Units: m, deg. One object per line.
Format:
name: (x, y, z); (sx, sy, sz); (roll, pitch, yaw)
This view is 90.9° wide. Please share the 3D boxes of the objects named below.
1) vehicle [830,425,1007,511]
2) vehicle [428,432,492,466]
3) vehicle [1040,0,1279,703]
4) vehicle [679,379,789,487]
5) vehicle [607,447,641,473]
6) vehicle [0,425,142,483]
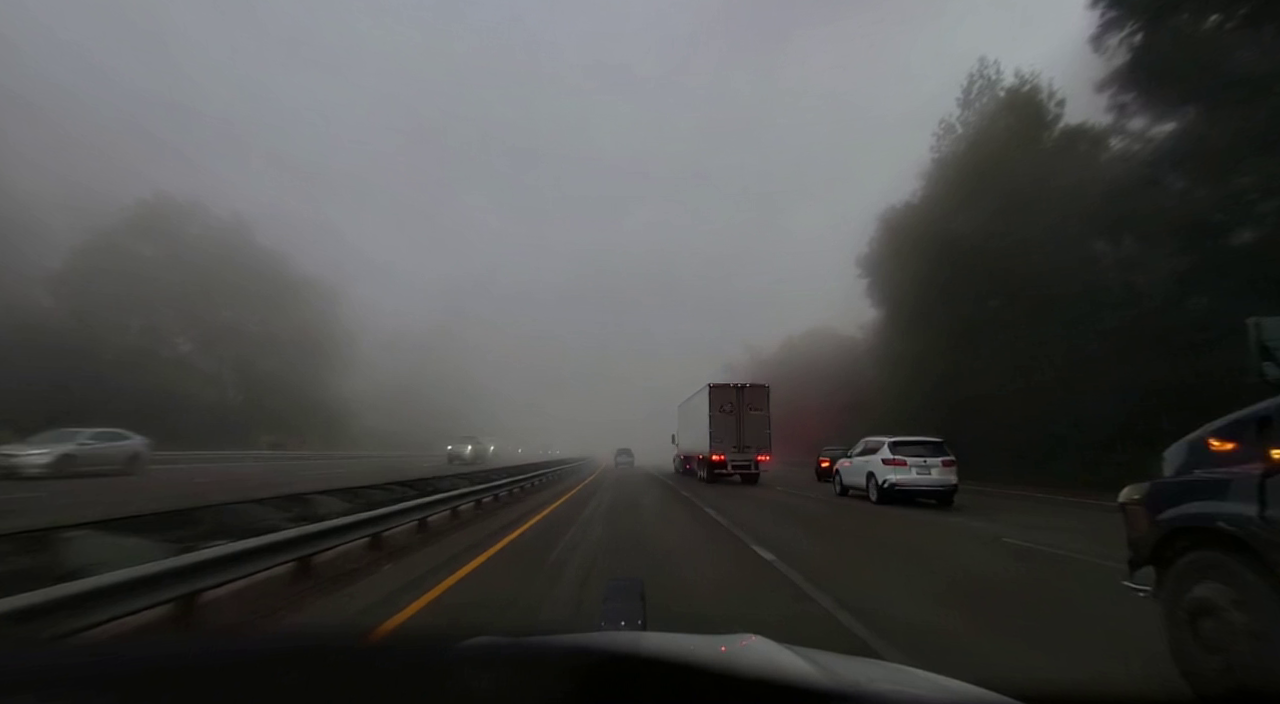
vehicle: (6.880, 2.943, 16.385); (2.128, 1.872, 5.043); (0, -9, -2)
vehicle: (-9.042, 4.938, 32.037); (2.011, 1.632, 4.371); (0, -9, -1)
vehicle: (3.808, -0.285, 0.301); (2.998, 3.843, 6.178); (0, -9, 0)
vehicle: (3.909, 4.068, 30.363); (2.890, 4.006, 14.039); (0, -9, -1)
vehicle: (-1.073, 7.102, 41.703); (2.111, 1.599, 3.859); (0, -9, -2)
vehicle: (-16.065, 2.779, 17.263); (1.788, 1.405, 3.707); (0, -9, -1)
